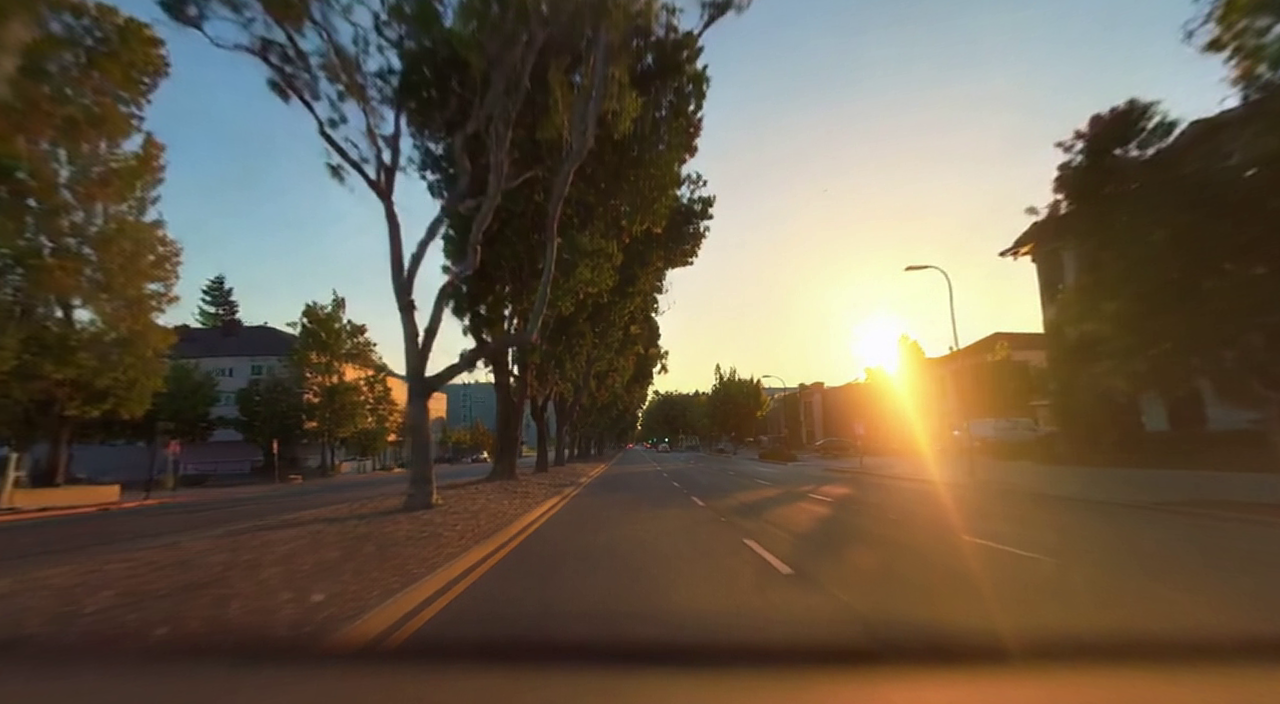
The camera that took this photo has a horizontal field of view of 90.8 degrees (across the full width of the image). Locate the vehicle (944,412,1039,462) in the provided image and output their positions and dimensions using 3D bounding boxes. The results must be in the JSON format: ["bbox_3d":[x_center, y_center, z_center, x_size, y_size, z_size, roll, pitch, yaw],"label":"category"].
[{"bbox_3d":[21.688,5.335,39.367,2.400,2.851,5.992,0,-8,0],"label":"vehicle"}]
